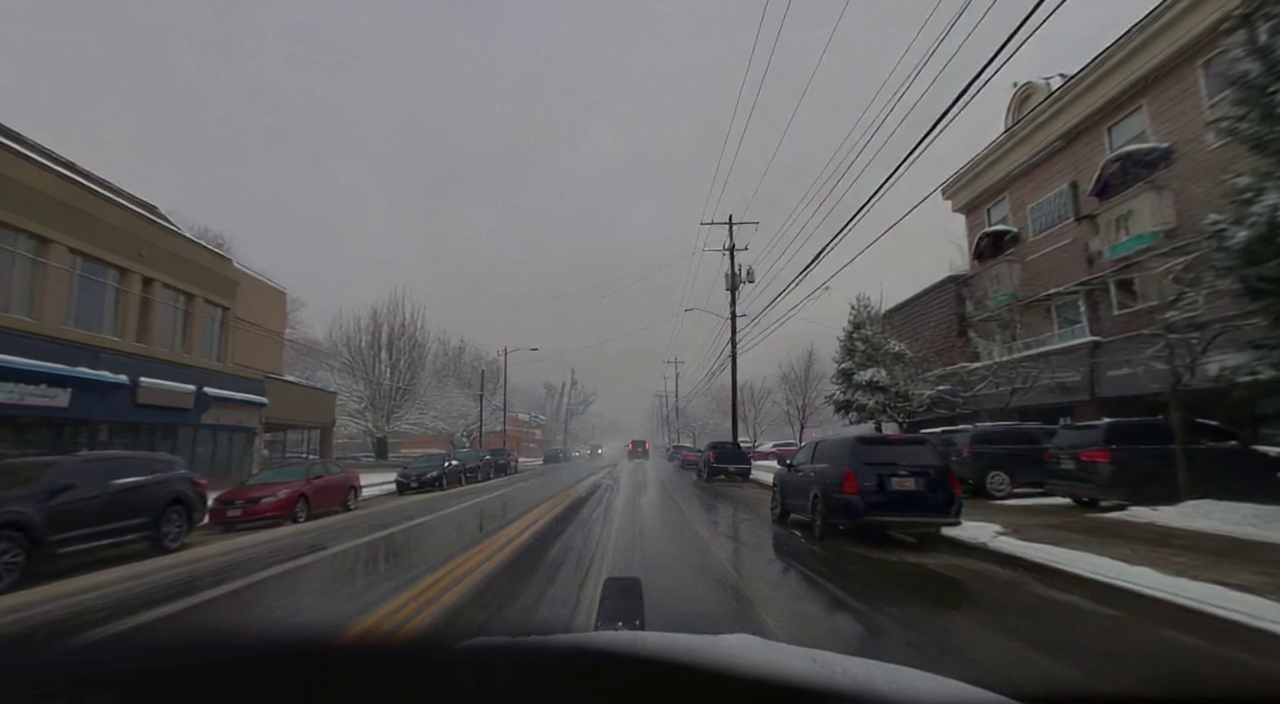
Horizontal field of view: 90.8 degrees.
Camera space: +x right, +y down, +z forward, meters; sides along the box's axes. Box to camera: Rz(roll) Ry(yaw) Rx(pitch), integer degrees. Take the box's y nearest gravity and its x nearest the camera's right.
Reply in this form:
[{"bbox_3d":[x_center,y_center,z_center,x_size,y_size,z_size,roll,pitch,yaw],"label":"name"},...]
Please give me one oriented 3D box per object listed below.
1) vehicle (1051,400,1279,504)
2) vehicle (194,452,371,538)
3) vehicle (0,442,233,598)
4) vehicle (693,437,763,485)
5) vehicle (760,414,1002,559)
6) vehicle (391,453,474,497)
[{"bbox_3d":[10.586,1.844,11.751,4.477,1.740,1.934,0,-9,-2],"label":"vehicle"},{"bbox_3d":[-8.600,3.414,15.764,1.860,1.565,4.569,-3,-7,-1],"label":"vehicle"},{"bbox_3d":[-8.702,2.327,9.308,1.899,1.780,5.225,-3,-7,1],"label":"vehicle"},{"bbox_3d":[3.450,4.408,25.802,2.088,1.765,4.704,0,-9,-1],"label":"vehicle"},{"bbox_3d":[3.415,2.036,10.110,1.962,1.752,4.478,-1,-10,-1],"label":"vehicle"},{"bbox_3d":[-8.719,5.177,27.033,2.022,1.501,4.860,0,-7,-2],"label":"vehicle"}]
